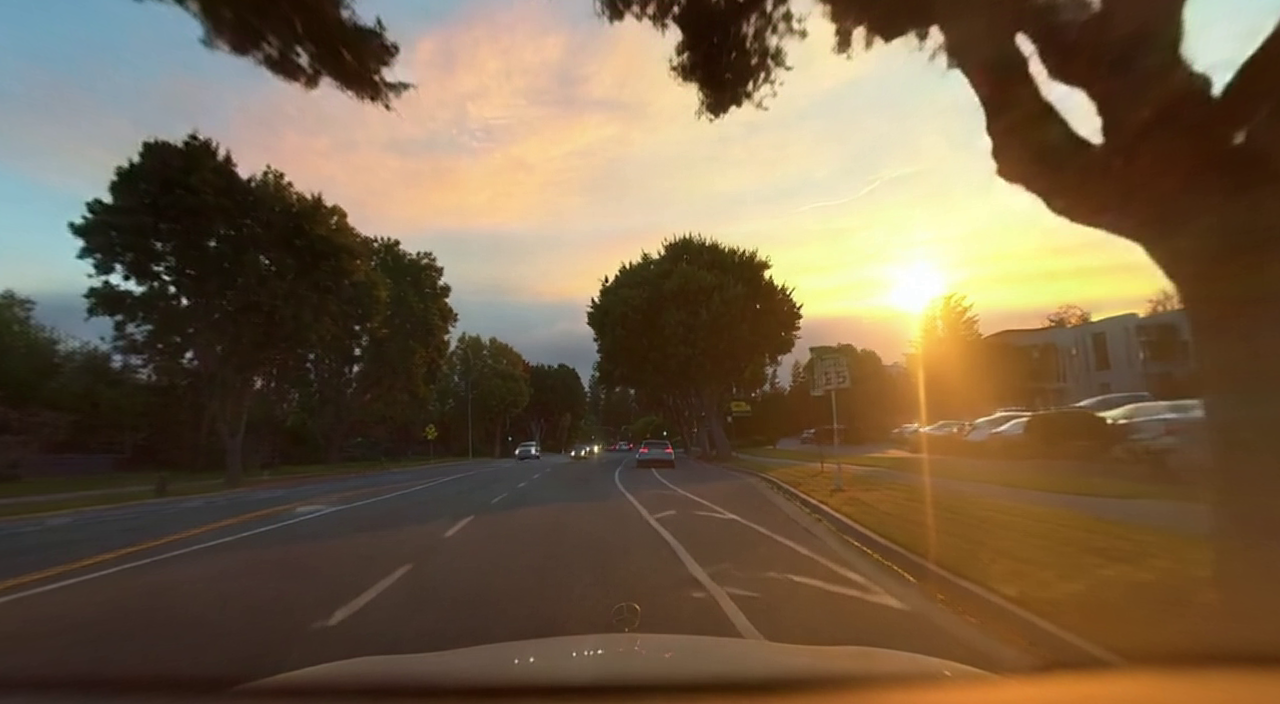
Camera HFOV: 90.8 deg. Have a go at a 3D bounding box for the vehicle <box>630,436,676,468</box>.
[{"bbox_3d":[0.646,4.866,31.132,2.111,1.466,4.223,0,-7,1],"label":"vehicle"}]
